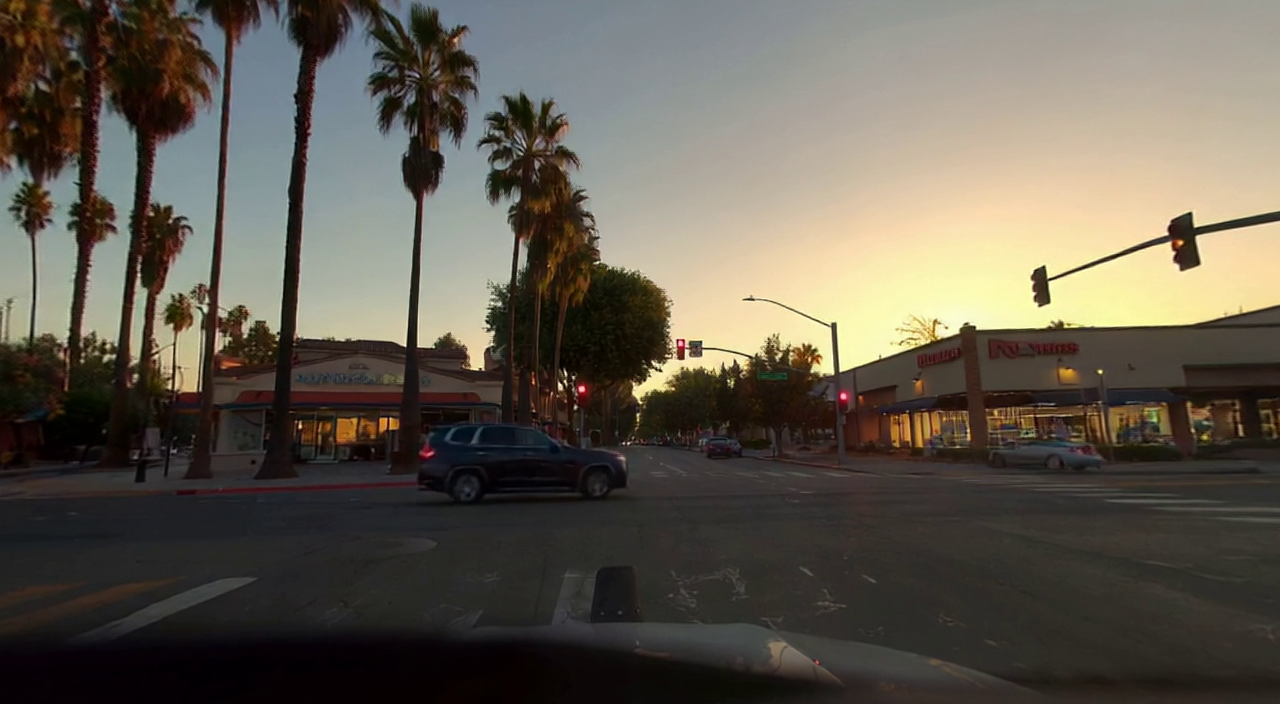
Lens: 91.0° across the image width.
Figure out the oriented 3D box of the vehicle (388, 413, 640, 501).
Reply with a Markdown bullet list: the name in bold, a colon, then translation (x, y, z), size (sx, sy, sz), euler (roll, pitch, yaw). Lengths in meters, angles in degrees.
- **vehicle**: translation (-2.885, 2.557, 15.485), size (5.619, 1.951, 2.321), euler (1, -8, -4)

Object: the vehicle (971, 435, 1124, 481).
- **vehicle**: translation (16.361, 4.268, 25.600), size (4.722, 1.717, 2.000), euler (-2, -9, 16)

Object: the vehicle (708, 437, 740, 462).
- **vehicle**: translation (5.986, 7.027, 45.355), size (1.999, 1.653, 4.603), euler (-1, -8, 5)

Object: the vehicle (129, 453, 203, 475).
- **vehicle**: translation (-37.261, 8.817, 49.665), size (2.160, 1.565, 4.868), euler (0, -9, -1)
